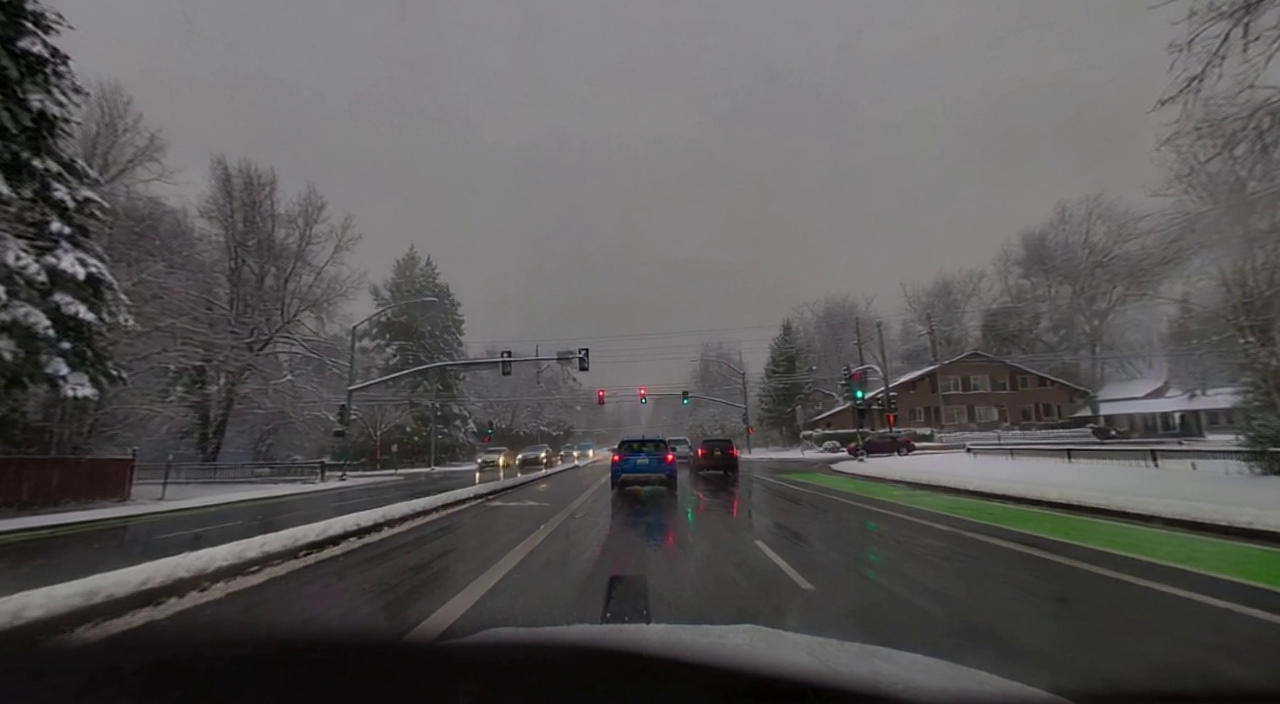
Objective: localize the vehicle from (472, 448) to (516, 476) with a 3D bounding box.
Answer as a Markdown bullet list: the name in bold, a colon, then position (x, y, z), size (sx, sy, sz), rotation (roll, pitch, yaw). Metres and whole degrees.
- **vehicle**: position (-10.369, 7.810, 45.028), size (1.974, 1.794, 4.580), rotation (0, -9, 1)

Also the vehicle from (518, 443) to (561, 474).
- **vehicle**: position (-6.433, 6.826, 40.735), size (1.949, 1.891, 4.439), rotation (0, -9, 1)

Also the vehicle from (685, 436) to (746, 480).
- **vehicle**: position (3.315, 4.798, 28.708), size (2.189, 1.815, 4.495), rotation (0, -8, 0)

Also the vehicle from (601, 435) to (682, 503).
- **vehicle**: position (0.044, 3.360, 18.504), size (2.109, 1.730, 3.963), rotation (0, -9, 0)
